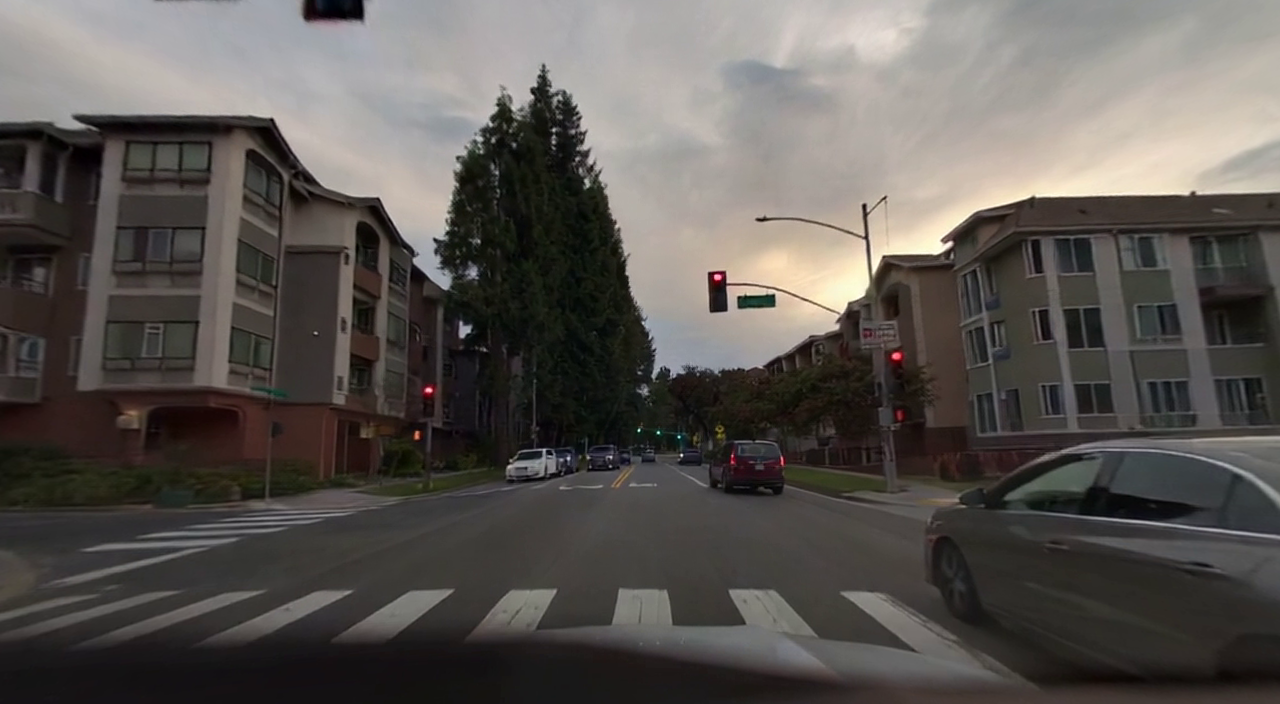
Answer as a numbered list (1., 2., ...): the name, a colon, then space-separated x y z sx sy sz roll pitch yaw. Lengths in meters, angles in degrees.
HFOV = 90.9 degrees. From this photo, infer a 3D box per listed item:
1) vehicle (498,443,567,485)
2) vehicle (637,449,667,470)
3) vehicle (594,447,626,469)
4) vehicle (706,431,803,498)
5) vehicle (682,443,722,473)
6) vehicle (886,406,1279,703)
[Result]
1. vehicle: -5.316 5.632 32.120 2.350 1.929 5.772 0 -9 1
2. vehicle: 0.832 7.775 45.790 2.097 1.463 4.043 0 -9 -1
3. vehicle: -2.267 8.238 49.109 2.148 1.651 4.543 0 -9 1
4. vehicle: 3.479 3.531 20.124 2.199 1.872 4.513 0 -9 0
5. vehicle: 4.025 6.961 41.671 2.102 1.818 4.508 0 -9 0
6. vehicle: 3.207 1.082 3.088 2.078 1.488 4.741 0 -9 0
